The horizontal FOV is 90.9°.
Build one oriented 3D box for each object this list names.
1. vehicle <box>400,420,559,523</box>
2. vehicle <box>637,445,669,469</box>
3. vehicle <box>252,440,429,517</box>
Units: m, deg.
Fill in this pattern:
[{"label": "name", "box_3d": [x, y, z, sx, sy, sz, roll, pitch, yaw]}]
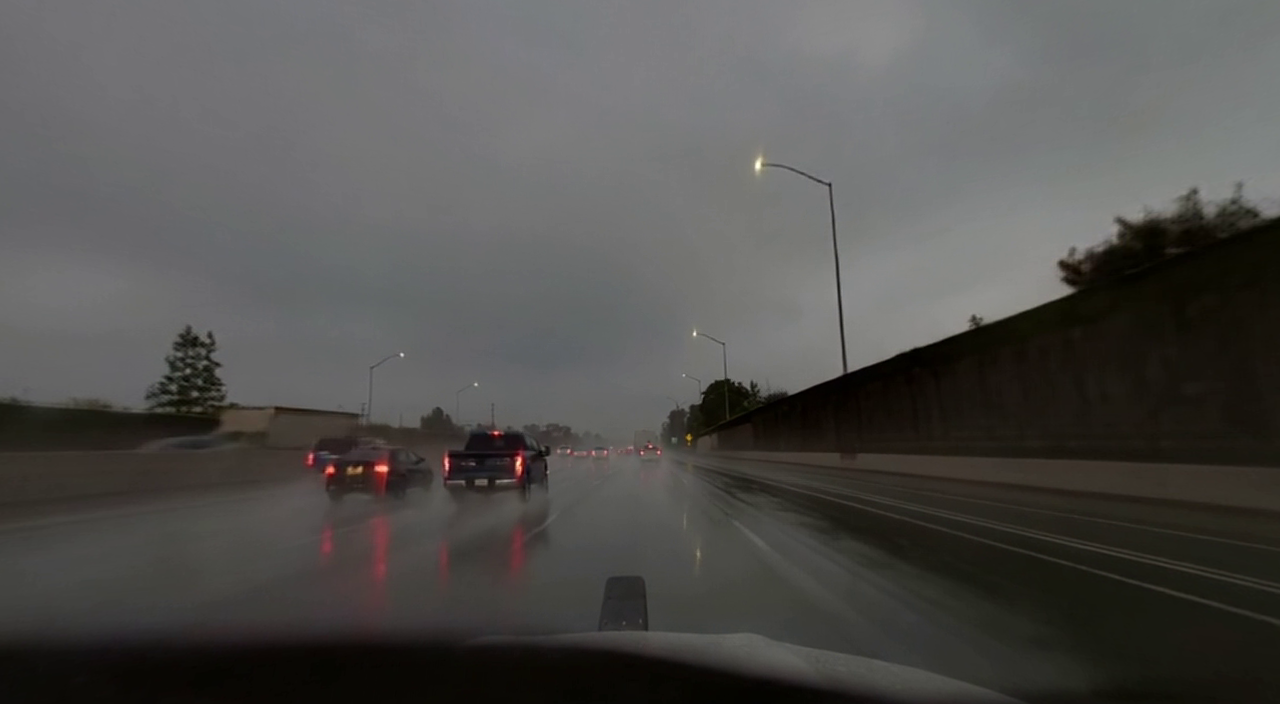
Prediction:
[{"label": "vehicle", "box_3d": [-3.151, 2.472, 13.643, 2.124, 1.787, 4.830, -1, -8, 1]}, {"label": "vehicle", "box_3d": [0.878, 7.103, 42.912, 2.073, 1.480, 4.343, -1, -8, 1]}, {"label": "vehicle", "box_3d": [-6.546, 2.773, 14.444, 1.887, 1.475, 4.316, -1, -8, 1]}]
